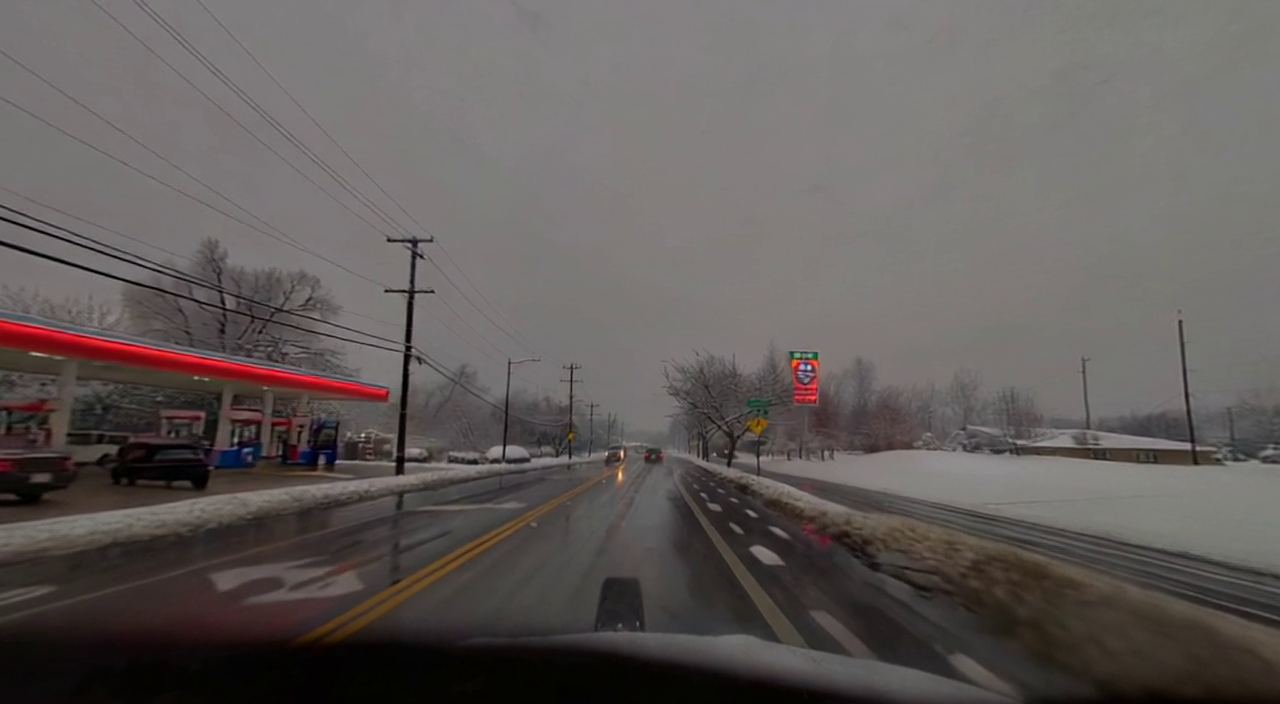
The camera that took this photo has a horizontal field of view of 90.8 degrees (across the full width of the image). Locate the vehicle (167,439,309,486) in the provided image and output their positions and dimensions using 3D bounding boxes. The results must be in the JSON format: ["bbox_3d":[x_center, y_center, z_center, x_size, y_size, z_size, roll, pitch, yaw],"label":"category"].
[{"bbox_3d":[-13.765,3.776,22.036,1.947,1.435,4.606,0,-8,-1],"label":"vehicle"}]

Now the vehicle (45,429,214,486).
[{"bbox_3d":[-16.883,3.490,21.243,1.928,1.708,4.344,0,-8,2],"label":"vehicle"}]
